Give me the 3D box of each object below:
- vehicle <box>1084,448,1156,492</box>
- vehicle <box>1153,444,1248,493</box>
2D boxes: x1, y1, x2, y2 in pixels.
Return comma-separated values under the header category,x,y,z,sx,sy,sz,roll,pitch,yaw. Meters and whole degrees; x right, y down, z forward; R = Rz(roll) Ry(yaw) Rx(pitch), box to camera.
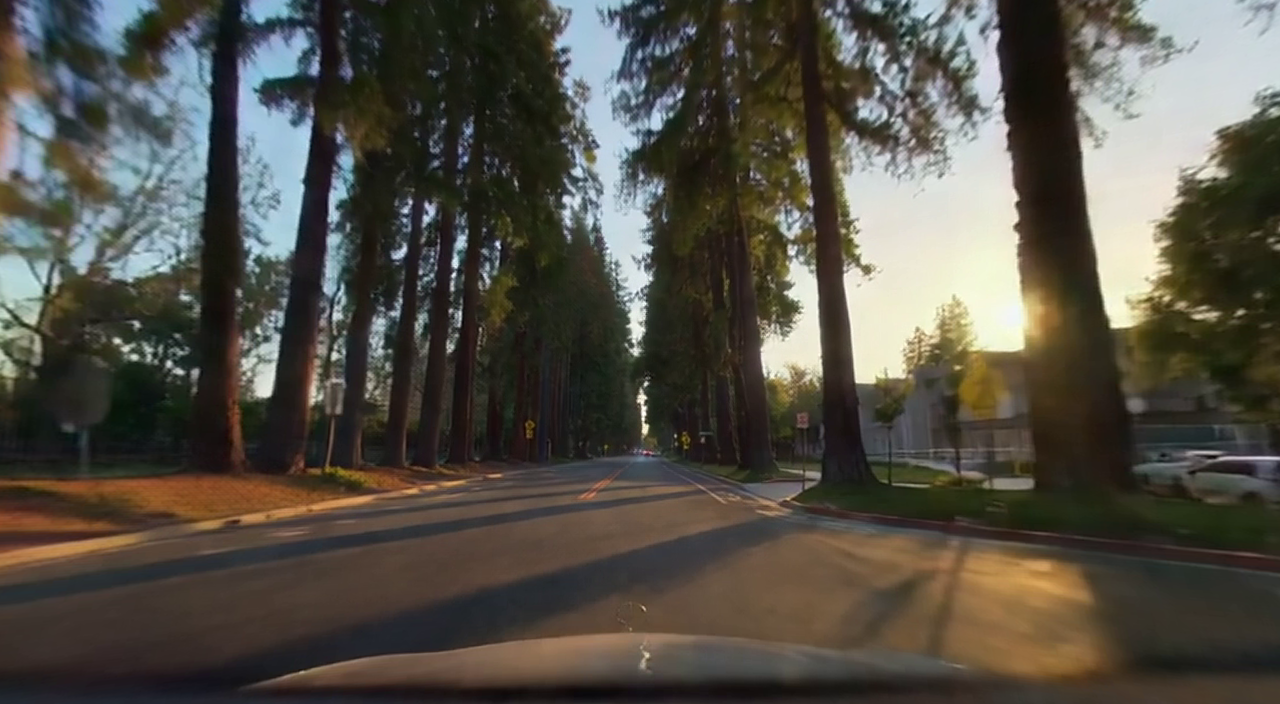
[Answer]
category,x,y,z,sx,sy,sz,roll,pitch,yaw
vehicle,20.089,4.890,26.548,1.958,1.644,4.527,-5,-10,32
vehicle,22.621,4.651,25.619,1.884,1.773,3.887,-5,-9,28
